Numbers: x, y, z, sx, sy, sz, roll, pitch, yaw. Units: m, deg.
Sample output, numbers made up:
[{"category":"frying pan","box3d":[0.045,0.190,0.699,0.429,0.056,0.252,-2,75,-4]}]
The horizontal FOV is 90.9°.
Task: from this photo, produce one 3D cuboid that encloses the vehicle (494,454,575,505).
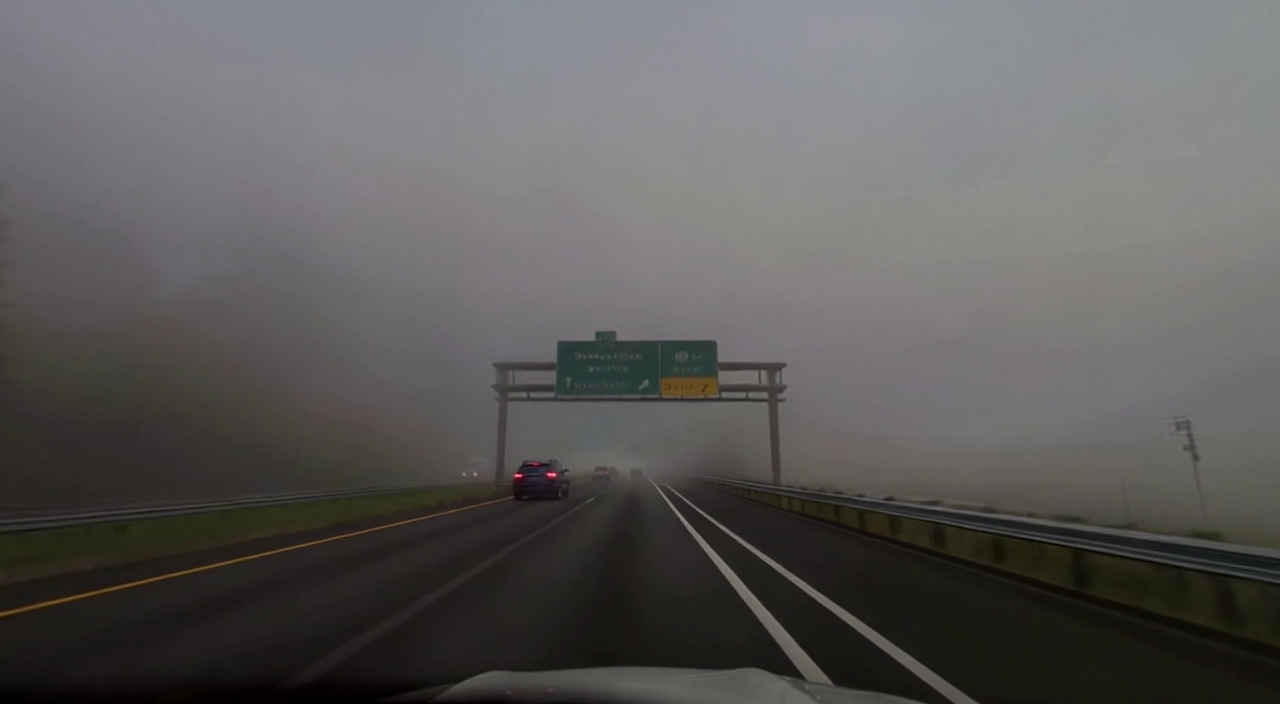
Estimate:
[{"category":"vehicle","box3d":[-4.158,5.204,25.941,2.254,1.809,5.839,1,-10,1]}]
